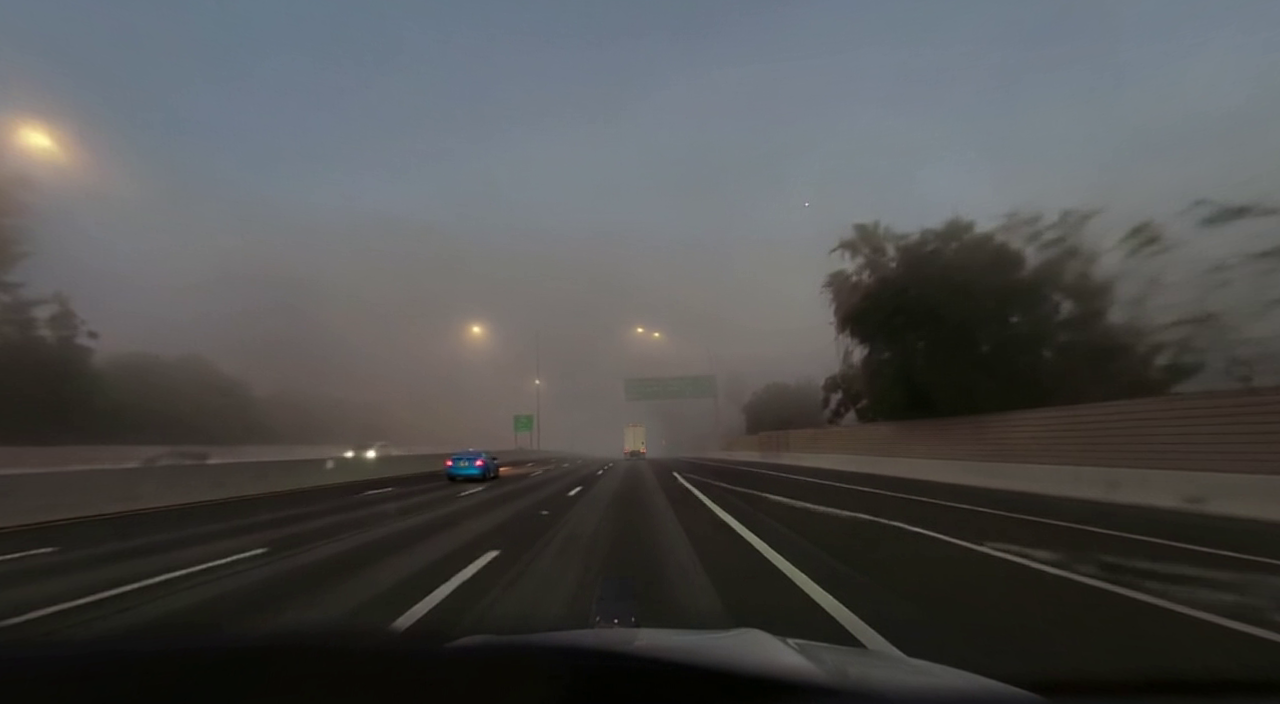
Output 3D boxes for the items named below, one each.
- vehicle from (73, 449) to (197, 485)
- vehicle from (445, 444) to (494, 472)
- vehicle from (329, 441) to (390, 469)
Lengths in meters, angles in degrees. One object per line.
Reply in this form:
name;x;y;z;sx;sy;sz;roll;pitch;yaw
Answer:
vehicle;-22.725;5.151;28.685;1.897;1.484;4.535;0;-9;-1
vehicle;-10.648;6.616;39.758;1.897;1.653;4.113;0;-9;0
vehicle;-19.971;7.356;45.232;2.083;1.844;4.974;0;-9;0
